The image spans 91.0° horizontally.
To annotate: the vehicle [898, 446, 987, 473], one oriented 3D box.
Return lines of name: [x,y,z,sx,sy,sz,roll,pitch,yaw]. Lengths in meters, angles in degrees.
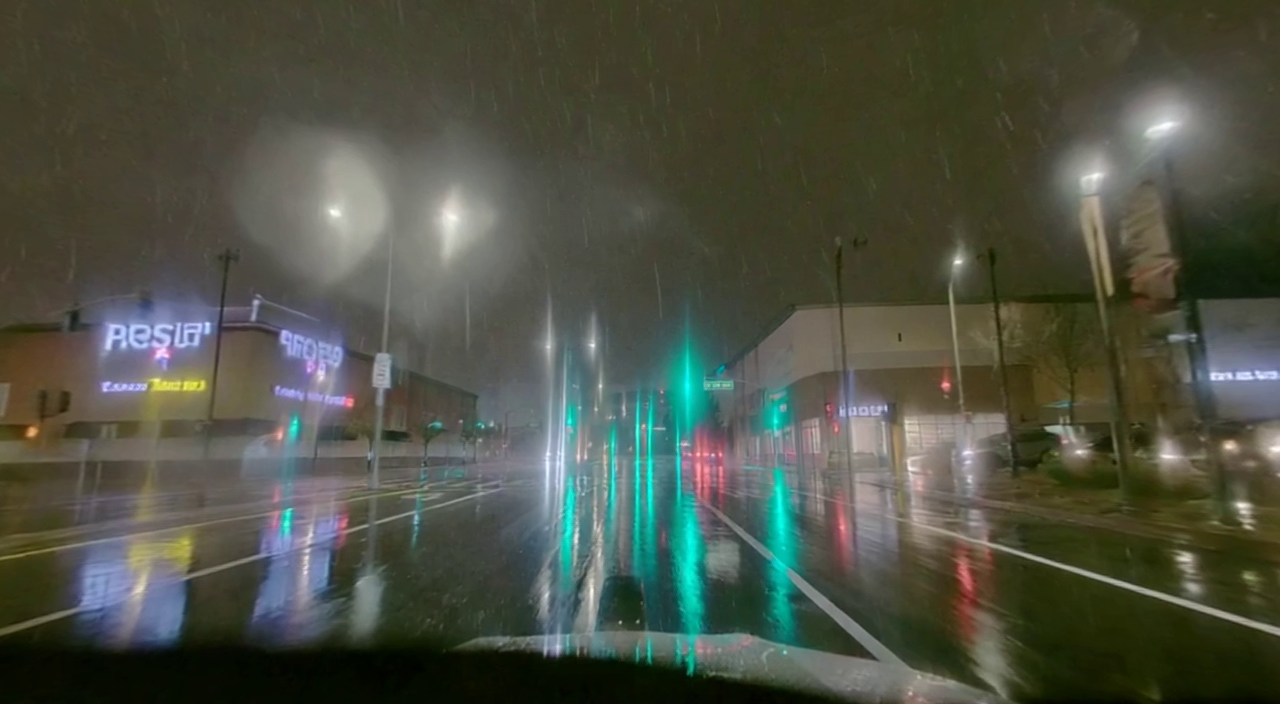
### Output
vehicle: [17.351,6.168,36.218,4.040,1.514,2.095,0,-9,-2]

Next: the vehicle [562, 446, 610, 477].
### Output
vehicle: [-2.745,5.674,32.826,2.078,1.471,4.217,0,-9,0]

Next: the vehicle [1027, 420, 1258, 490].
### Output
vehicle: [15.300,3.191,19.436,5.130,1.810,2.126,-2,-10,0]
